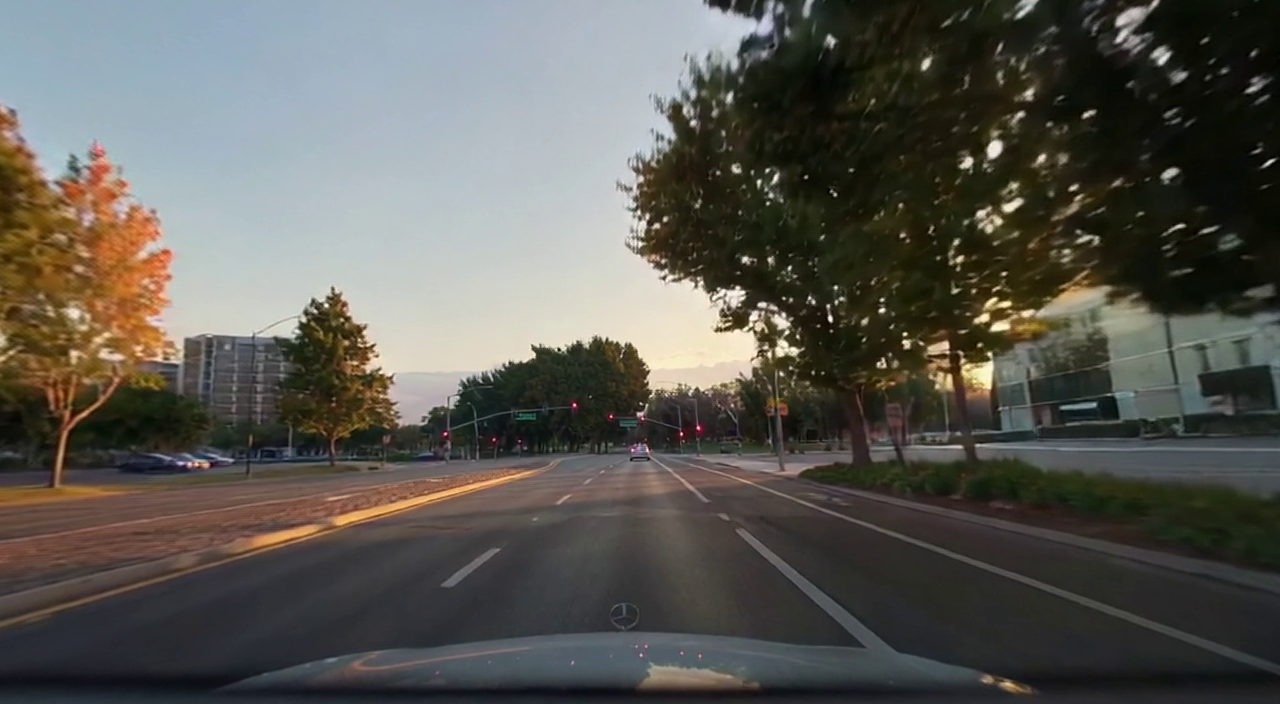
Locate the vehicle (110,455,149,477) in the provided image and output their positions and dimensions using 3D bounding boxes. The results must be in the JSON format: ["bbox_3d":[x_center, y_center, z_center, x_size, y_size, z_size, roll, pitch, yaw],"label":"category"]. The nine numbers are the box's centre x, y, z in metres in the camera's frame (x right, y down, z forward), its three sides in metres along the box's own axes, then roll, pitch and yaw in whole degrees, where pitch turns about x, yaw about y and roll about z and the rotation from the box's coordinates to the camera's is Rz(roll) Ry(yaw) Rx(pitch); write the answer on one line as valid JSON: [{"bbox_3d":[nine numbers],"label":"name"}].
[{"bbox_3d":[-38.837,8.612,48.024,3.778,1.445,1.746,-6,-11,44],"label":"vehicle"}]
